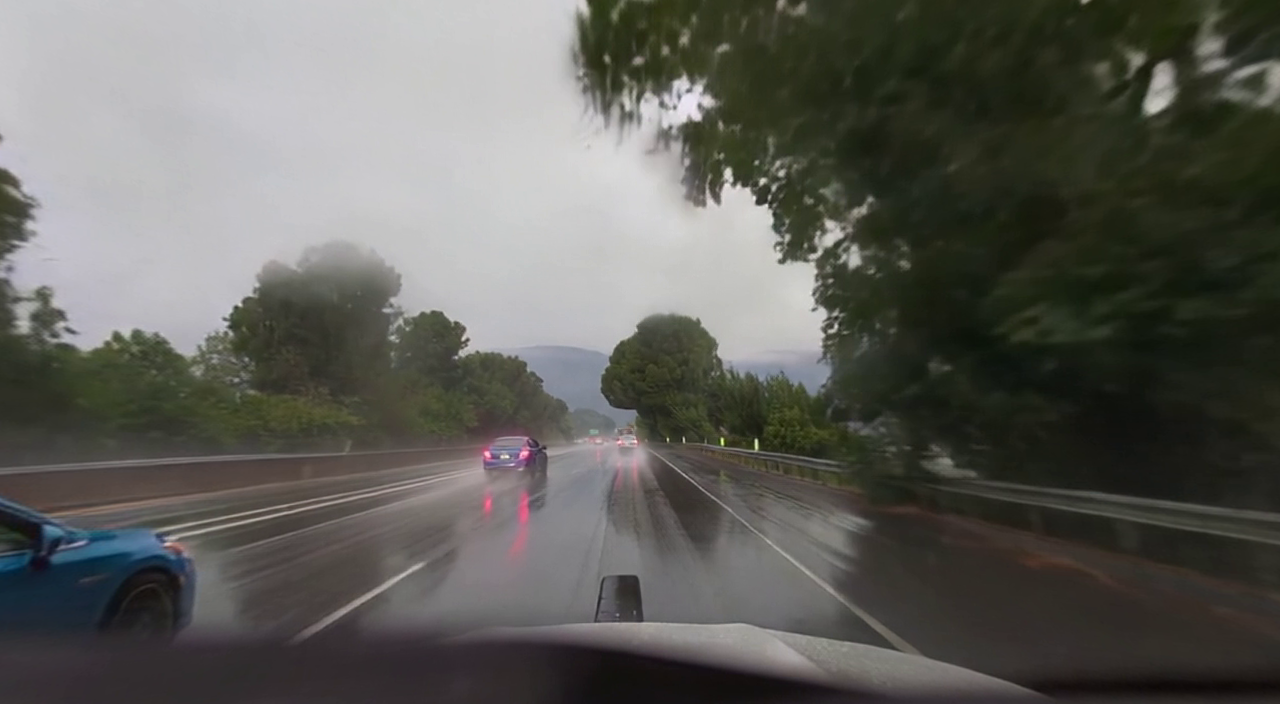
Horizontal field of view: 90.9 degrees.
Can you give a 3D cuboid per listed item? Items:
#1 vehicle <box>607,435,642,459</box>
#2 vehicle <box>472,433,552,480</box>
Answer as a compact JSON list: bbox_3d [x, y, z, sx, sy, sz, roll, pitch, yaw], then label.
[{"bbox_3d":[-0.972,6.154,41.098,2.162,1.460,4.242,0,-8,0],"label":"vehicle"},{"bbox_3d":[-4.274,3.534,21.650,1.907,1.445,4.049,0,-8,0],"label":"vehicle"}]
